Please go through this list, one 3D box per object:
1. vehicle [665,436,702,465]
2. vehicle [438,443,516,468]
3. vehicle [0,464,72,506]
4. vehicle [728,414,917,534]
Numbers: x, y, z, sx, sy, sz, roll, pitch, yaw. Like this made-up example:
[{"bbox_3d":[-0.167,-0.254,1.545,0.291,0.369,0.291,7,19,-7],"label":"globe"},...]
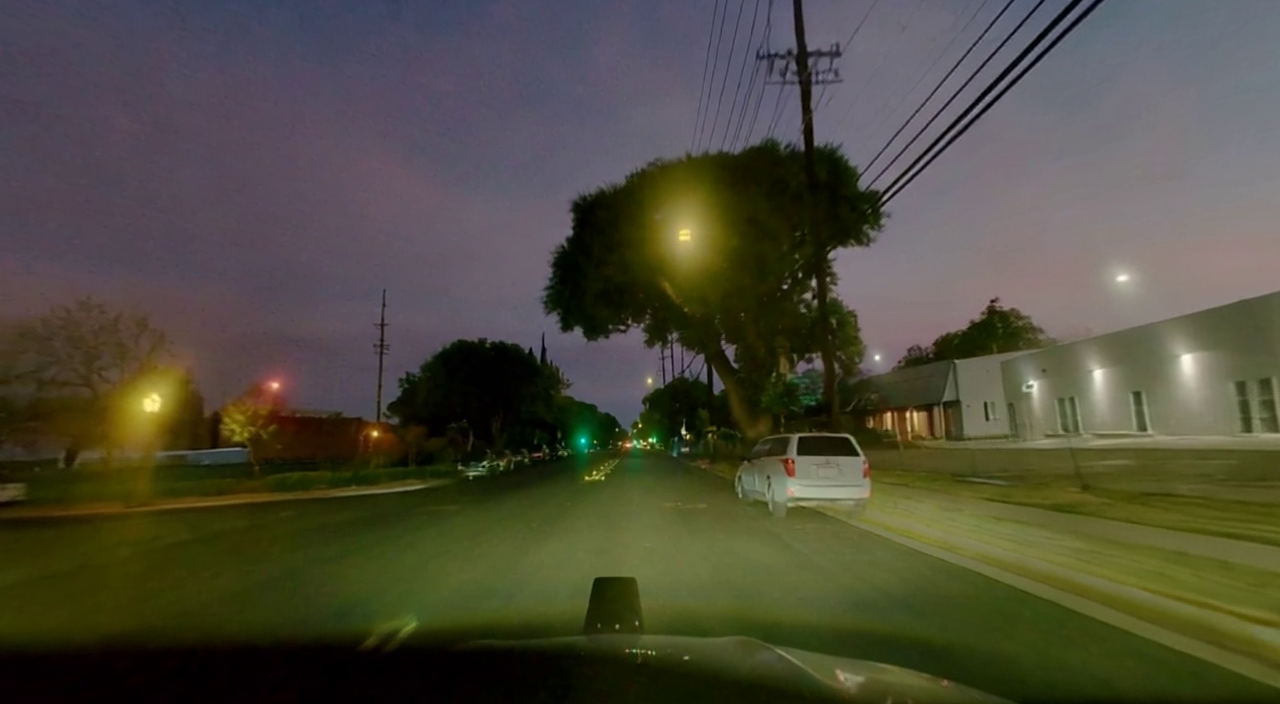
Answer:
[{"bbox_3d":[2.979,6.853,43.990,2.120,1.869,4.773,0,-9,-2],"label":"vehicle"},{"bbox_3d":[-12.428,7.898,48.412,5.330,1.805,2.170,0,-9,-1],"label":"vehicle"},{"bbox_3d":[-25.789,5.408,25.450,1.803,1.469,4.240,-3,-7,1],"label":"vehicle"},{"bbox_3d":[3.180,2.276,12.419,2.138,1.820,5.218,0,-9,0],"label":"vehicle"}]
